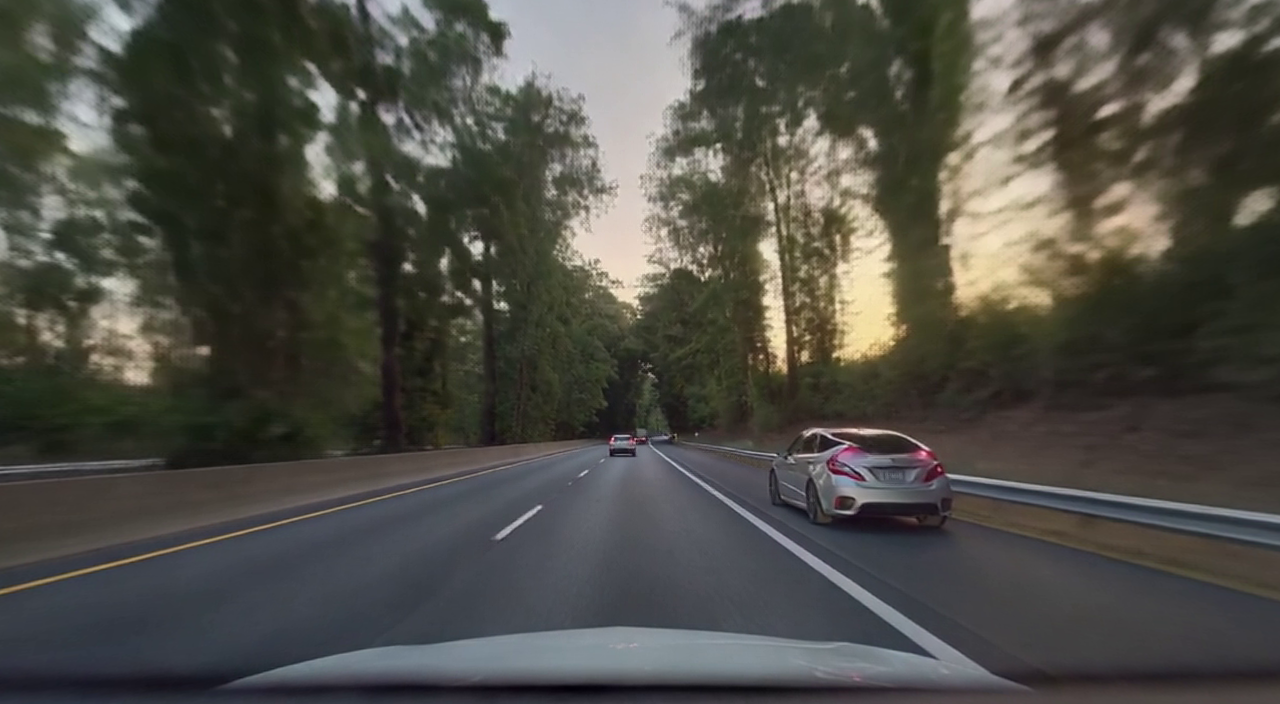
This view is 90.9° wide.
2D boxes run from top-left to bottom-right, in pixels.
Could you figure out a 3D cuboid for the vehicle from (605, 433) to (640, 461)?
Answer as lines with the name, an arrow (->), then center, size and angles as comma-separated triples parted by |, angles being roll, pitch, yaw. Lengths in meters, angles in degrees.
vehicle -> -1.040, 6.010, 40.032 | 2.094, 1.653, 4.283 | 0, -8, 0
